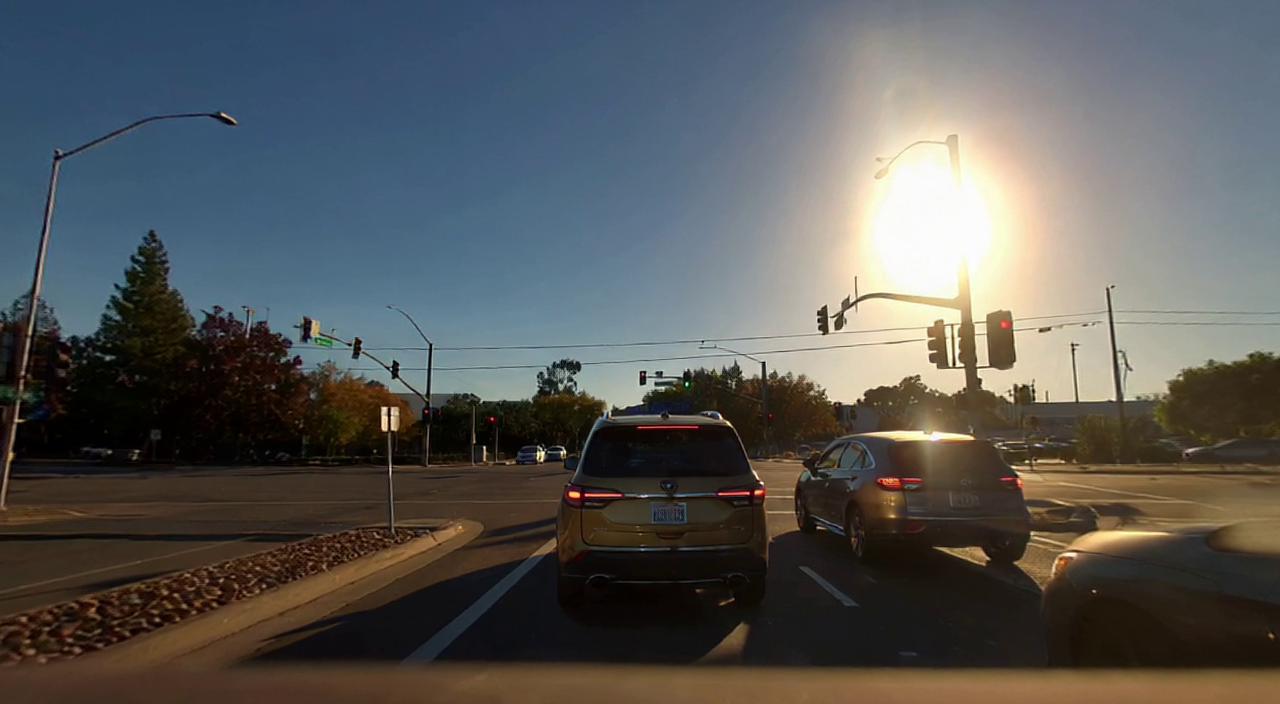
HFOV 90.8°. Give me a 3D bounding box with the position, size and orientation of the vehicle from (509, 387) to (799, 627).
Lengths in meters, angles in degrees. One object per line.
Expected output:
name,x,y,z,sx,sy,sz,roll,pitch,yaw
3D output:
vehicle,0.102,1.494,7.060,2.170,1.793,4.468,0,-8,0

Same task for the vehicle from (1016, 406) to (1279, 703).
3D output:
vehicle,3.157,0.815,1.416,1.924,1.466,4.461,0,-8,1

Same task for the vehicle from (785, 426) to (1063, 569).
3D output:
vehicle,3.521,1.861,8.885,1.861,1.495,4.215,0,-8,-1
